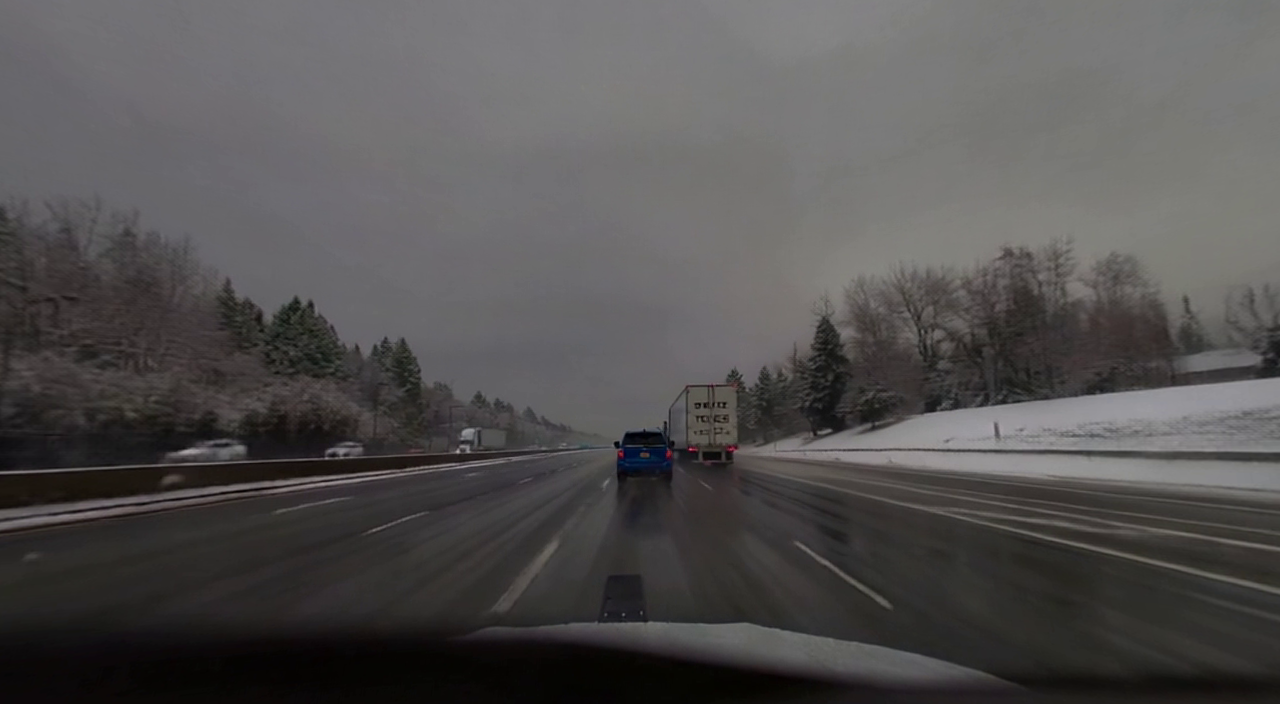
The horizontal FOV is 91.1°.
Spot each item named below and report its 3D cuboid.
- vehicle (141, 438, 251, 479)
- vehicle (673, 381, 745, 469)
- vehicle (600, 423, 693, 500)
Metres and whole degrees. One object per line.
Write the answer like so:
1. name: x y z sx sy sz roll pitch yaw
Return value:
1. vehicle: -22.718 5.445 32.407 2.062 1.894 4.768 0 -8 1
2. vehicle: 3.654 4.574 37.368 2.909 4.135 15.820 0 -8 1
3. vehicle: 0.169 2.736 16.043 2.054 1.706 4.201 0 -8 1
